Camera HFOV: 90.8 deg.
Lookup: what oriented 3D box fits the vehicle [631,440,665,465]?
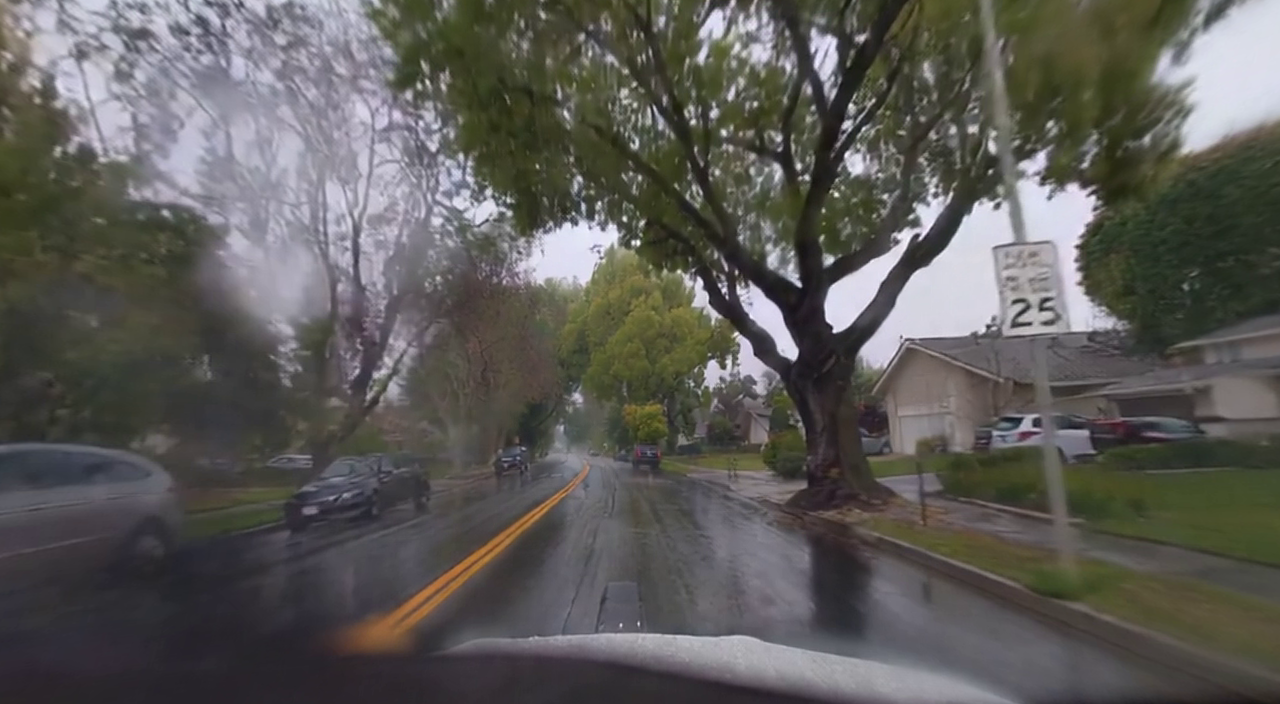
[{"bbox_3d":[0.543,7.149,45.119,2.007,1.702,4.430,0,-8,-5],"label":"vehicle"}]

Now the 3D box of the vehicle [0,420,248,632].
[{"bbox_3d":[-6.446,1.697,6.349,2.051,1.761,4.698,-3,-10,-1],"label":"vehicle"}]

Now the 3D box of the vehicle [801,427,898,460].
[{"bbox_3d":[12.255,5.399,37.236,4.938,1.830,2.024,0,-9,-2],"label":"vehicle"}]

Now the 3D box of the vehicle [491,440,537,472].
[{"bbox_3d":[-7.797,6.545,39.616,2.102,1.801,5.574,-1,-9,-4],"label":"vehicle"}]

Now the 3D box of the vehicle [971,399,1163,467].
[{"bbox_3d":[12.932,2.511,19.376,4.392,1.944,1.917,0,-9,-1],"label":"vehicle"}]

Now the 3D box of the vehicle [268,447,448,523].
[{"bbox_3d":[-6.478,3.111,15.393,2.004,1.400,5.505,-2,-9,-2],"label":"vehicle"}]
